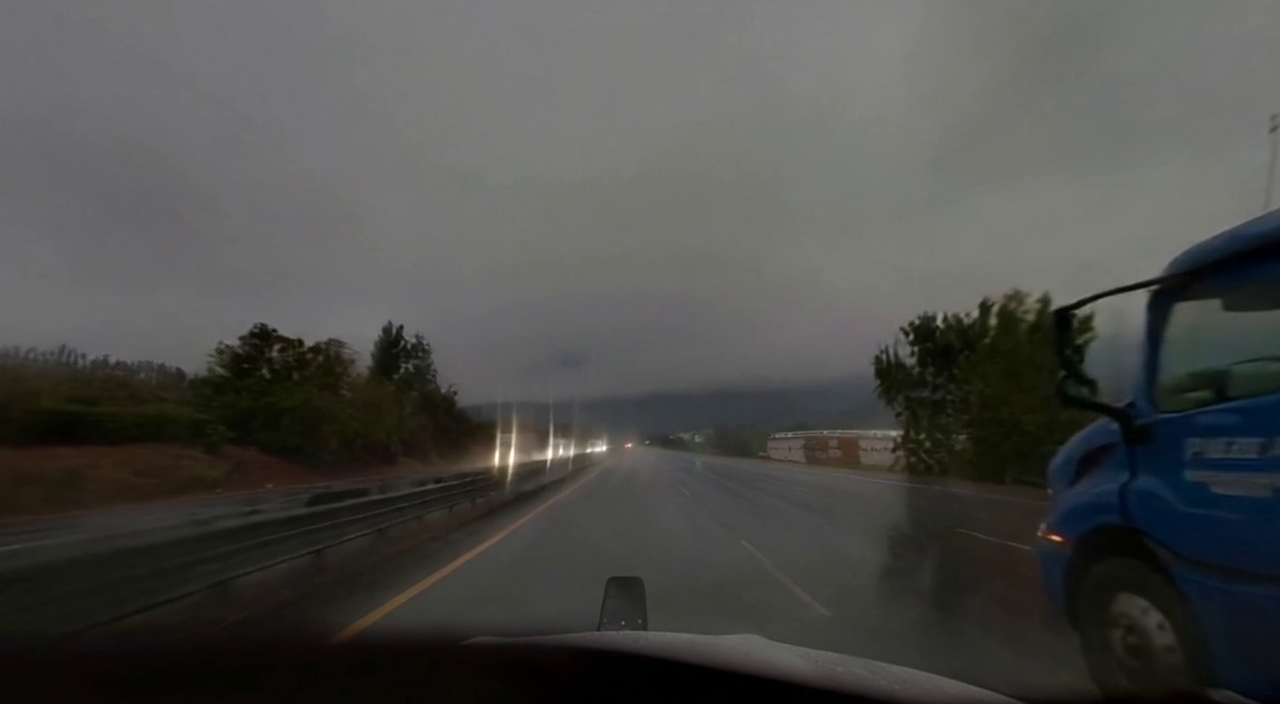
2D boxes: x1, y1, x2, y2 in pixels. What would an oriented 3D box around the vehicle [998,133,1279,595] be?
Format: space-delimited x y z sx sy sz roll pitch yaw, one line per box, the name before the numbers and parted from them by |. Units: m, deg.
vehicle | 7.048 0.261 6.500 3.026 3.953 5.811 0 -9 -1
